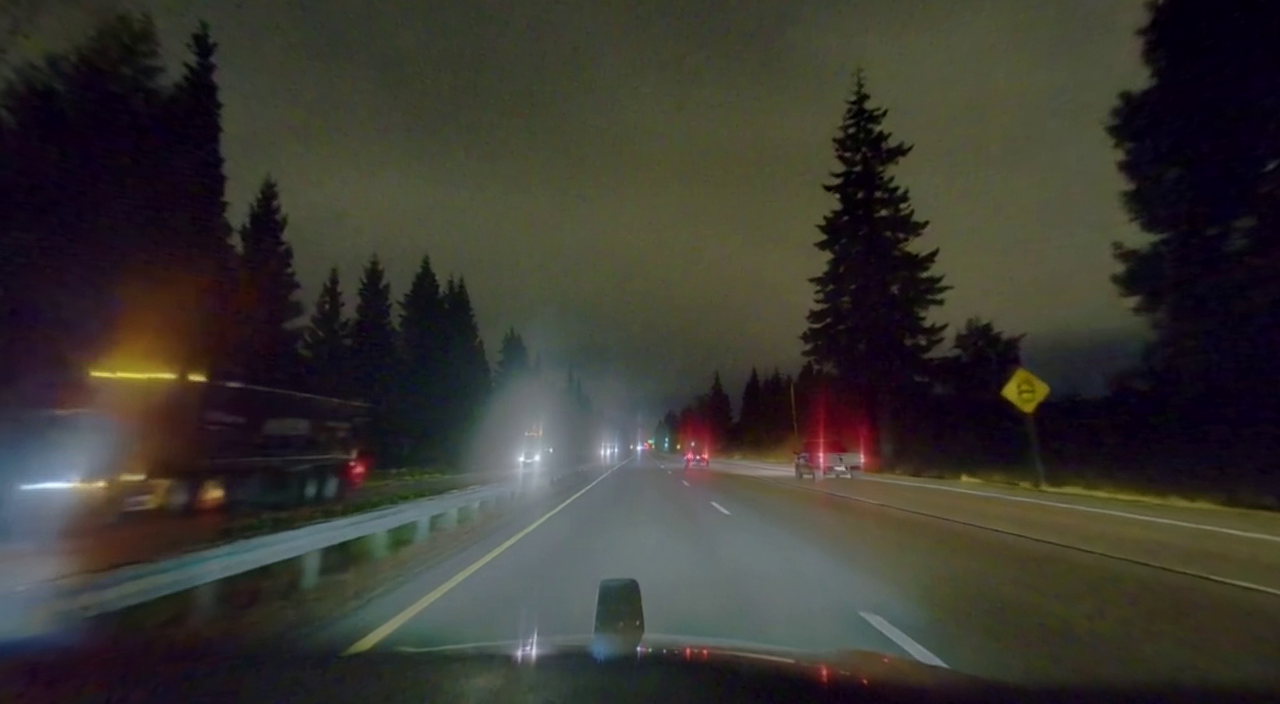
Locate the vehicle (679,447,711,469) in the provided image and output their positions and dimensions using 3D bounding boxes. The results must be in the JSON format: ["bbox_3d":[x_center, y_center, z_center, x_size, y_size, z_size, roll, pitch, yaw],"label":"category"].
[{"bbox_3d":[4.172,8.135,48.655,2.013,1.584,3.995,0,-9,-1],"label":"vehicle"}]

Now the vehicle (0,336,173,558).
[{"bbox_3d":[-13.227,1.921,12.681,2.930,4.035,5.919,0,-9,-1],"label":"vehicle"}]
